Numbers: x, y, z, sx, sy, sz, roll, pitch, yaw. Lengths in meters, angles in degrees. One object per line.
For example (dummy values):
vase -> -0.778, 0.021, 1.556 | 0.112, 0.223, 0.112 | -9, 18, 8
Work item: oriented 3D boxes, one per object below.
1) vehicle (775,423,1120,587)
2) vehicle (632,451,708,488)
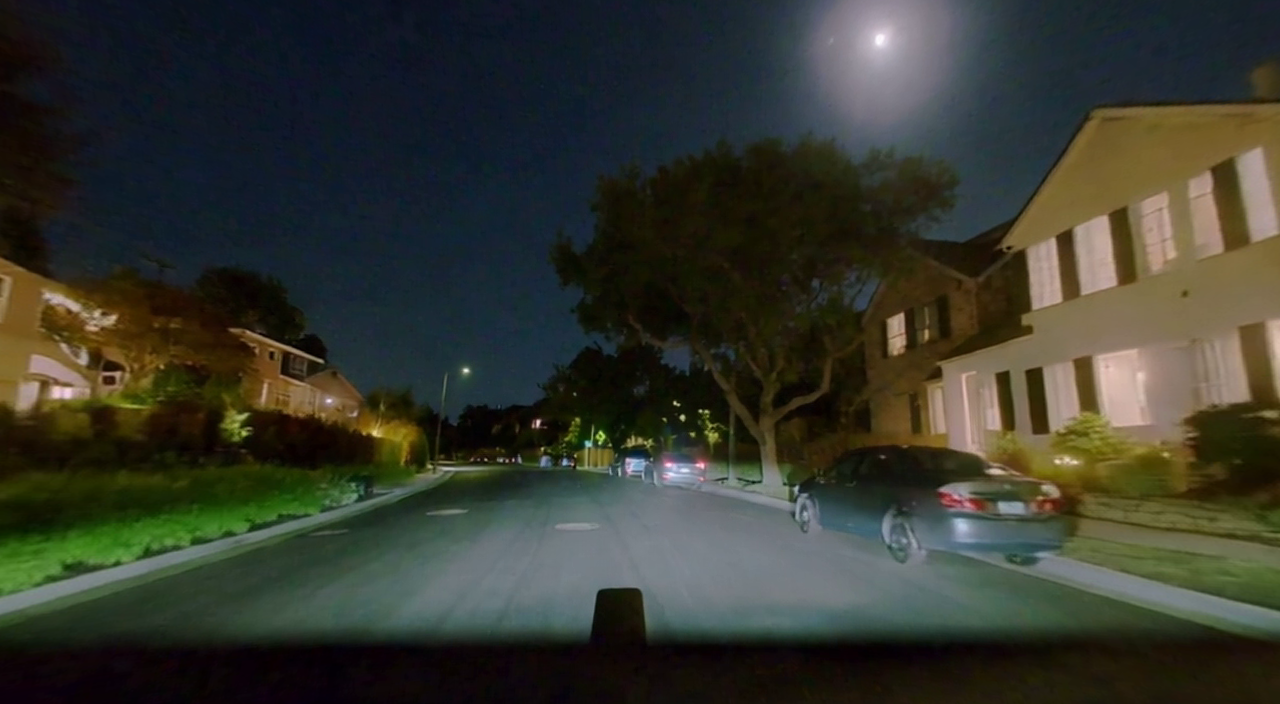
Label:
vehicle -> 4.026, 2.066, 9.593 | 2.111, 1.771, 4.942 | 1, -9, -10
vehicle -> 1.275, 5.332, 29.085 | 2.193, 1.504, 4.576 | 2, -9, -15
